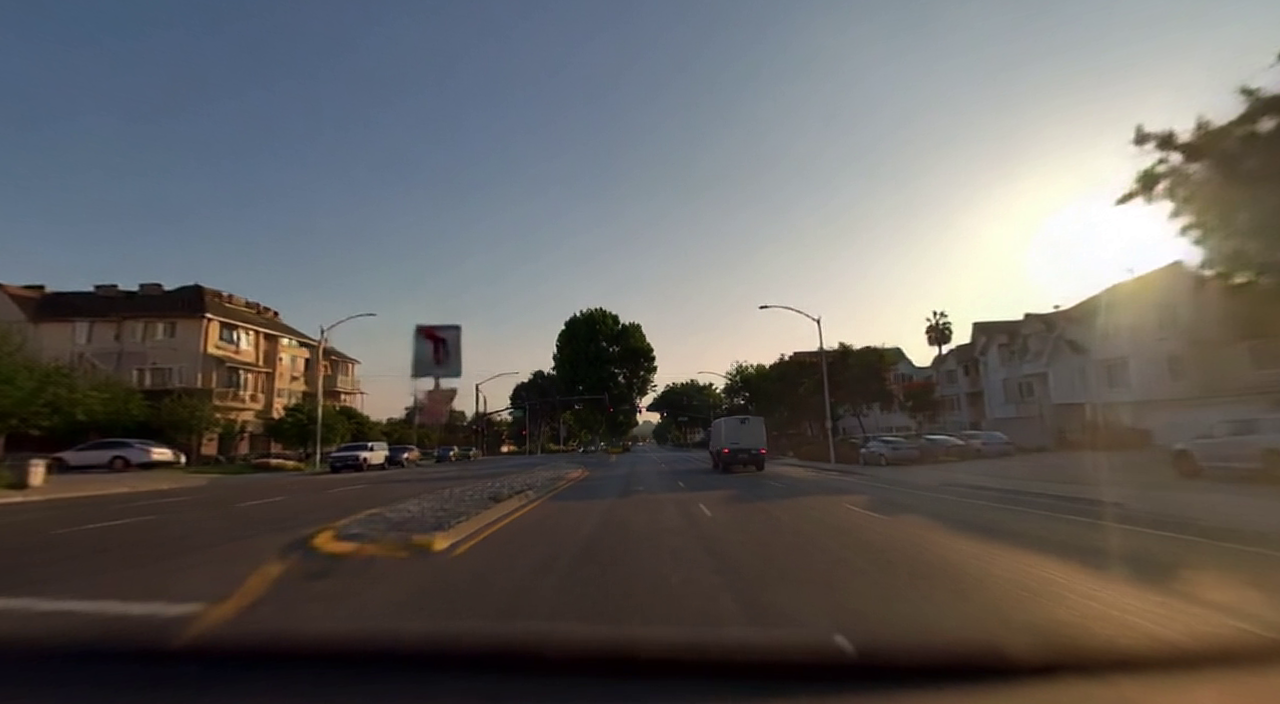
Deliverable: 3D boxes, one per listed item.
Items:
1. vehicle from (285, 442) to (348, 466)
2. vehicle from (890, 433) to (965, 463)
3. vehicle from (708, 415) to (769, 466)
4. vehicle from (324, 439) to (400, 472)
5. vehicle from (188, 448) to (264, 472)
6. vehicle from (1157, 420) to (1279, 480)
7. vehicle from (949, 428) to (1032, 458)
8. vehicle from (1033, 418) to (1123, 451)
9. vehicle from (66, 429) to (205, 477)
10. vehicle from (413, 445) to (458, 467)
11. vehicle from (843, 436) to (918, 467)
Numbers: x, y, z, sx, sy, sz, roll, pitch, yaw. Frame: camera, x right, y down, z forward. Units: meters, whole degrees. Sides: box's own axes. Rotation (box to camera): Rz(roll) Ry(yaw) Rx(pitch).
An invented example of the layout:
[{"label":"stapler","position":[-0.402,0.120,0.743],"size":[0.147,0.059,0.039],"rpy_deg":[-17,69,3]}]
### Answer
[{"label":"vehicle","position":[-24.435,7.706,47.750],"size":[2.039,1.653,4.603],"rpy_deg":[-1,-8,5]},{"label":"vehicle","position":[15.752,5.312,34.756],"size":[1.899,1.517,4.378],"rpy_deg":[0,-9,-3]},{"label":"vehicle","position":[6.576,6.085,43.113],"size":[2.802,3.208,7.459],"rpy_deg":[0,-8,-1]},{"label":"vehicle","position":[-18.567,6.914,42.498],"size":[2.390,1.995,5.895],"rpy_deg":[0,-8,0]},{"label":"vehicle","position":[-26.412,6.887,40.391],"size":[1.847,1.464,4.374],"rpy_deg":[0,-8,1]},{"label":"vehicle","position":[17.696,2.747,17.995],"size":[1.957,1.501,4.308],"rpy_deg":[-2,-7,-3]},{"label":"vehicle","position":[19.037,4.990,34.447],"size":[1.882,1.537,4.418],"rpy_deg":[0,-8,-2]},{"label":"vehicle","position":[24.000,4.593,34.727],"size":[1.888,1.678,4.074],"rpy_deg":[0,-8,-3]},{"label":"vehicle","position":[-28.070,5.621,35.175],"size":[5.877,2.508,2.394],"rpy_deg":[-1,-9,7]},{"label":"vehicle","position":[-15.031,7.654,46.479],"size":[1.917,1.577,3.995],"rpy_deg":[0,-8,1]},{"label":"vehicle","position":[12.805,5.324,33.855],"size":[2.079,1.541,4.801],"rpy_deg":[0,-8,0]}]
